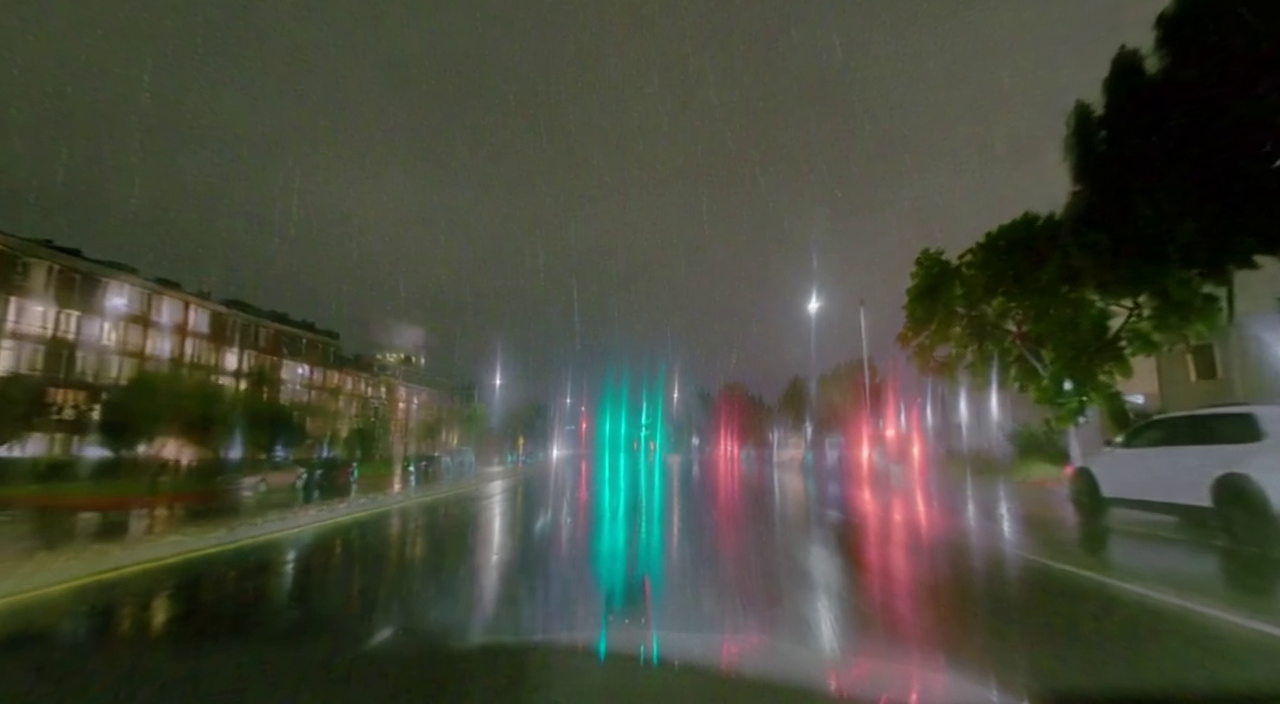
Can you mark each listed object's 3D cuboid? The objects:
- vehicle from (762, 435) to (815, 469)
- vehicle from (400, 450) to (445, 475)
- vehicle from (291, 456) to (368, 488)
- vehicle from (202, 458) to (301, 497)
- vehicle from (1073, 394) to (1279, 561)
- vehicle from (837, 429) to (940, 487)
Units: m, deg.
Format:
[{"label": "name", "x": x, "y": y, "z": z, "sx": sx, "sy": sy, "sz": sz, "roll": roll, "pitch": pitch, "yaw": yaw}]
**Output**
[{"label": "vehicle", "x": 9.994, "y": 6.830, "z": 42.978, "sx": 2.115, "sy": 2.151, "sz": 5.826, "roll": 0, "pitch": -9, "yaw": -1}, {"label": "vehicle", "x": -16.667, "y": 8.451, "z": 48.500, "sx": 1.913, "sy": 1.744, "sz": 4.478, "roll": -1, "pitch": -9, "yaw": -2}, {"label": "vehicle", "x": -16.783, "y": 6.475, "z": 34.343, "sx": 1.868, "sy": 1.470, "sz": 4.652, "roll": -1, "pitch": -9, "yaw": 0}, {"label": "vehicle", "x": -17.260, "y": 5.554, "z": 28.291, "sx": 1.879, "sy": 1.494, "sz": 4.227, "roll": -1, "pitch": -9, "yaw": -3}, {"label": "vehicle", "x": 9.131, "y": 1.719, "z": 8.824, "sx": 2.215, "sy": 2.068, "sz": 5.493, "roll": 0, "pitch": -9, "yaw": 0}, {"label": "vehicle", "x": 9.816, "y": 4.240, "z": 25.511, "sx": 2.169, "sy": 2.043, "sz": 5.484, "roll": -1, "pitch": -9, "yaw": 3}]
